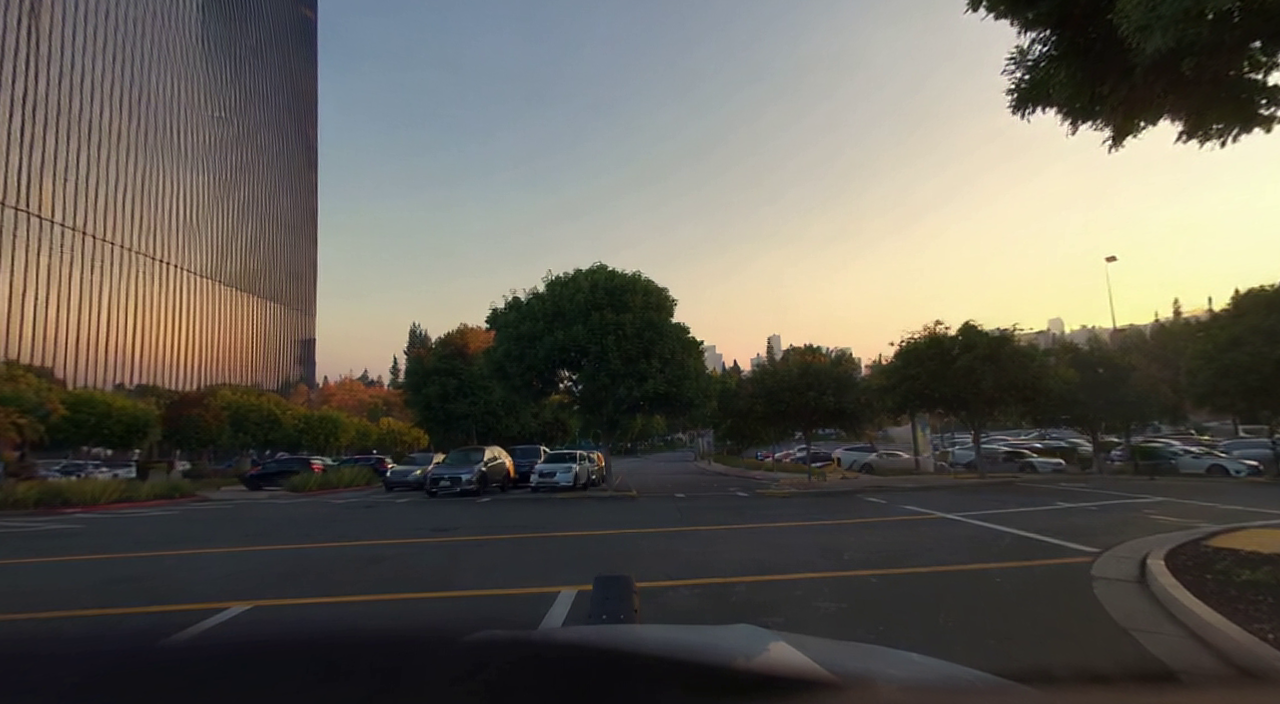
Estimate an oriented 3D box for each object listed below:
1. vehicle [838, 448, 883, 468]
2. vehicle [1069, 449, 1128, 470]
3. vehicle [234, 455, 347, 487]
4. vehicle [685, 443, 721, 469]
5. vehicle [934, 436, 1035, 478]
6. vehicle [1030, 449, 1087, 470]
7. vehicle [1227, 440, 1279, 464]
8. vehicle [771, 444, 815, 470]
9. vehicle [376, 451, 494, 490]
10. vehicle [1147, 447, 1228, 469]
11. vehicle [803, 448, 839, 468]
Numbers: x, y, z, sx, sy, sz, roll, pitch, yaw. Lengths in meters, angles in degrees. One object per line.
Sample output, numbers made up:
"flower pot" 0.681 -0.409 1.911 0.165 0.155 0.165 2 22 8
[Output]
"vehicle" 17.049 8.216 49.060 1.971 1.478 4.477 0 -8 1
"vehicle" 31.302 7.313 43.259 1.519 1.371 3.278 0 -8 0
"vehicle" -16.725 5.695 30.360 4.331 1.437 1.876 0 -8 2
"vehicle" 4.612 7.736 47.240 2.262 1.794 5.331 0 -8 1
"vehicle" 16.473 5.033 30.551 2.048 1.852 4.998 0 -8 0
"vehicle" 28.324 7.271 42.857 1.495 1.371 3.336 0 -9 -2
"vehicle" 43.045 6.827 43.080 1.758 1.572 4.421 0 -8 1
"vehicle" 10.520 7.215 43.694 1.936 1.673 4.305 0 -8 0
"vehicle" -8.708 4.972 26.900 4.442 1.504 1.809 5 -10 -28
"vehicle" 37.004 7.140 42.843 1.678 1.423 4.191 0 -8 -1
"vehicle" 14.178 8.299 49.638 1.935 1.477 3.719 0 -8 3
